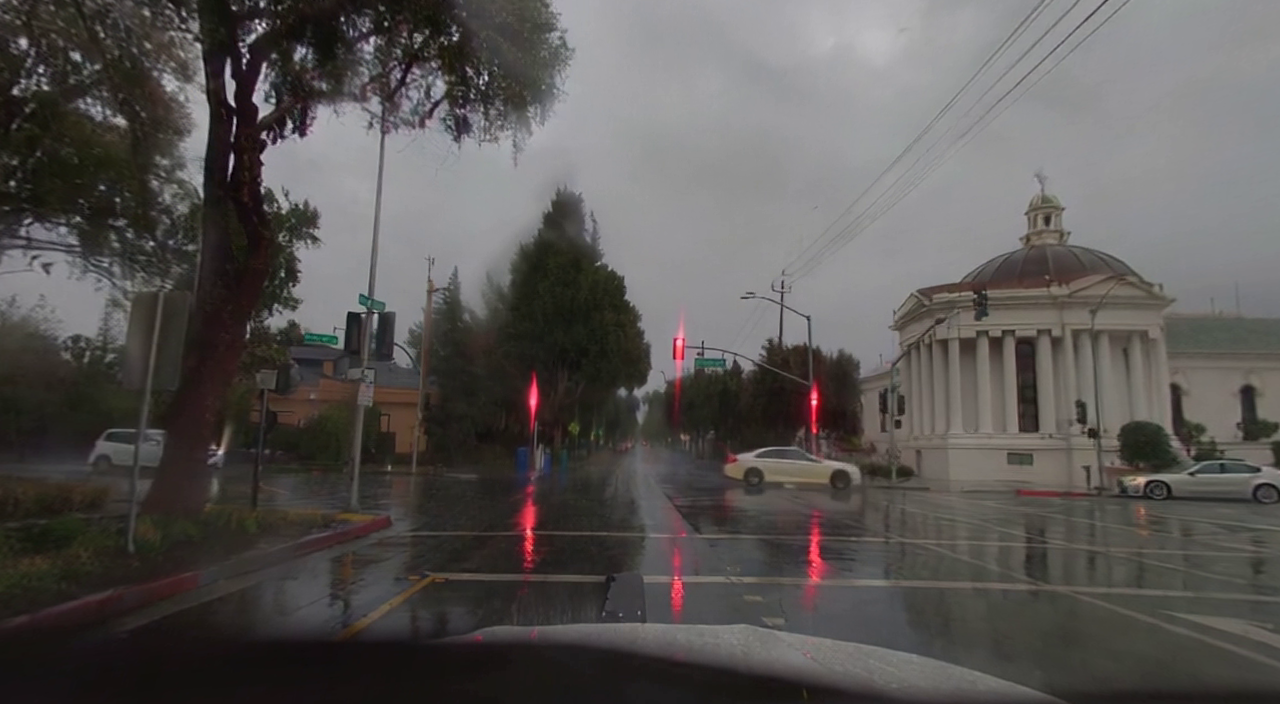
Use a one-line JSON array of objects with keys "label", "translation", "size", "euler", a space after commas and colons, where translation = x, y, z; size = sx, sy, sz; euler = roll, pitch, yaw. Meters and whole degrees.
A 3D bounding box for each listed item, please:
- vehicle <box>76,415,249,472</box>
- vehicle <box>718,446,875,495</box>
[{"label": "vehicle", "translation": [-16.723, 3.230, 22.338], "size": [4.372, 1.892, 2.002], "euler": [0, -9, -1]}, {"label": "vehicle", "translation": [5.045, 3.896, 20.992], "size": [4.718, 1.497, 2.032], "euler": [0, -9, 3]}]
